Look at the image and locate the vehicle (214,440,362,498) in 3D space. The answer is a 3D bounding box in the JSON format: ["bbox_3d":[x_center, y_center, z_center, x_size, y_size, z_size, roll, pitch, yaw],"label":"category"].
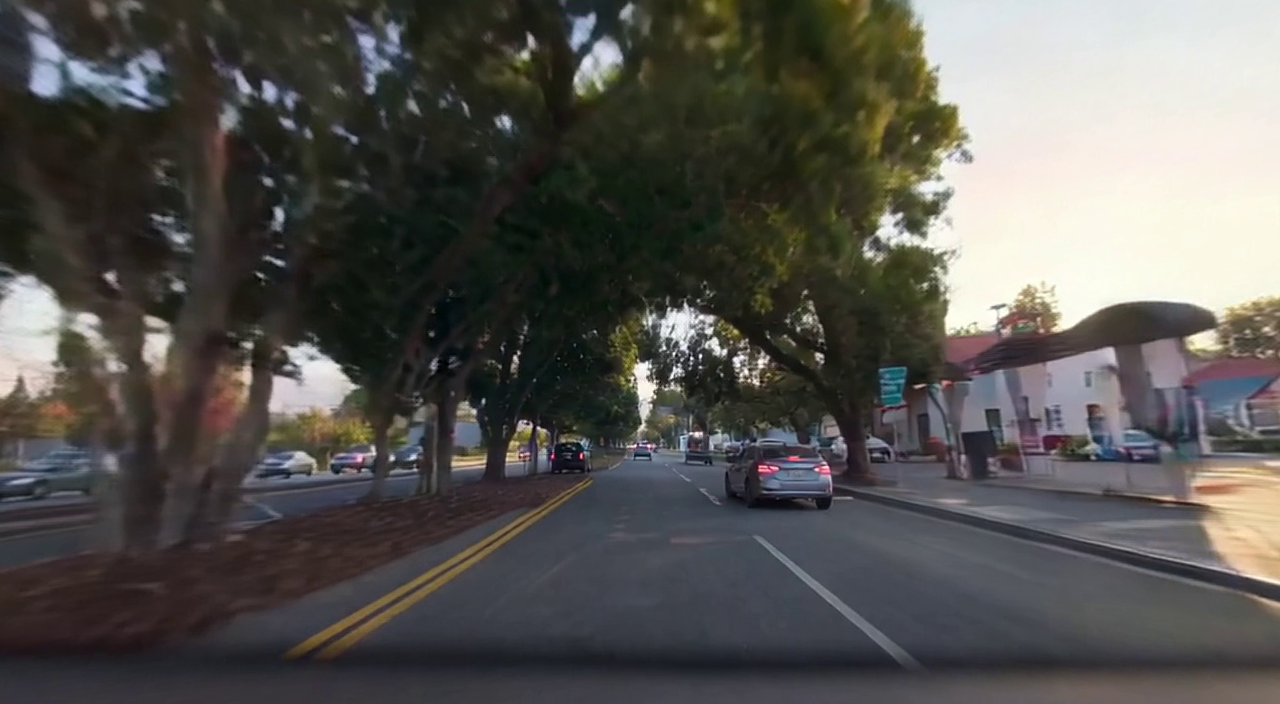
[{"bbox_3d":[-11.373,3.751,20.871,2.004,1.509,4.932,-2,-6,1],"label":"vehicle"}]

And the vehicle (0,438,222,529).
[{"bbox_3d":[-11.442,2.658,13.491,1.909,1.467,4.522,-2,-6,0],"label":"vehicle"}]

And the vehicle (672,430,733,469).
[{"bbox_3d":[3.748,6.060,39.171,3.245,2.199,6.295,0,-8,1],"label":"vehicle"}]

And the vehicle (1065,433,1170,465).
[{"bbox_3d":[24.092,4.911,32.059,1.921,1.463,4.380,1,-8,0],"label":"vehicle"}]

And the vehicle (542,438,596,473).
[{"bbox_3d":[-3.690,5.489,33.547,2.250,1.713,4.422,0,-9,1],"label":"vehicle"}]

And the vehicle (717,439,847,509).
[{"bbox_3d":[3.329,2.977,15.877,2.095,1.475,4.686,0,-9,-1],"label":"vehicle"}]
